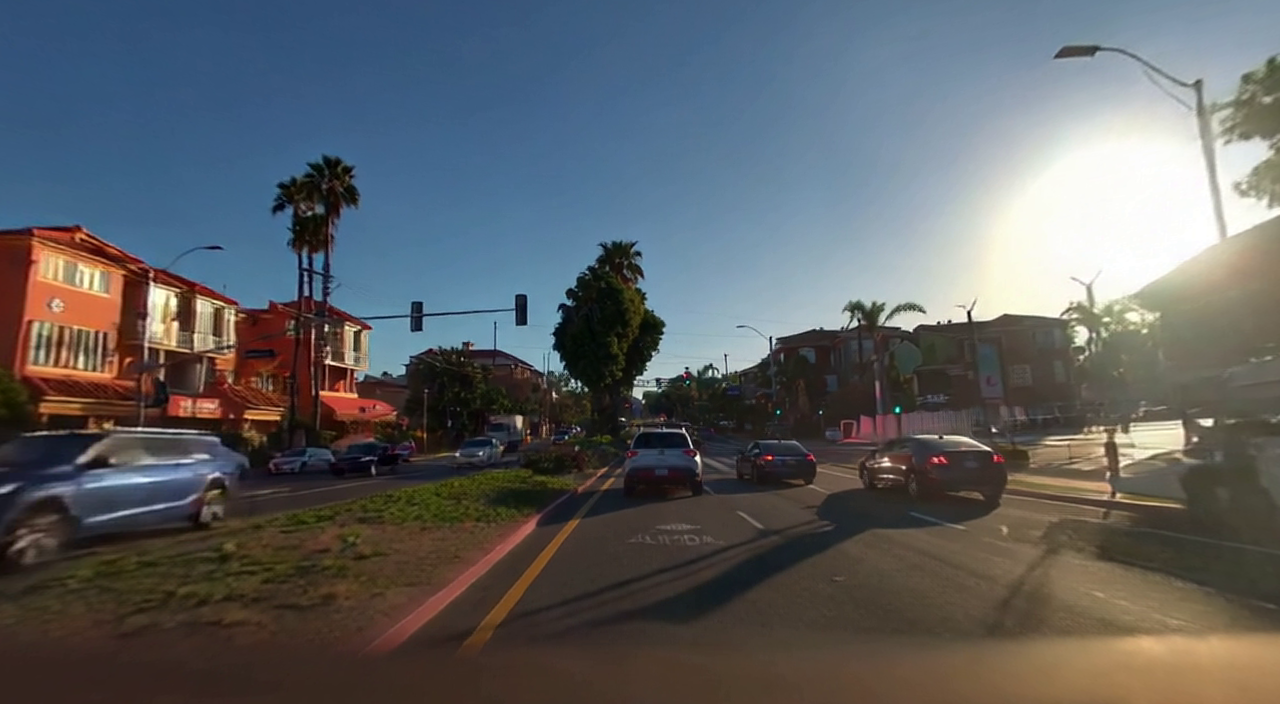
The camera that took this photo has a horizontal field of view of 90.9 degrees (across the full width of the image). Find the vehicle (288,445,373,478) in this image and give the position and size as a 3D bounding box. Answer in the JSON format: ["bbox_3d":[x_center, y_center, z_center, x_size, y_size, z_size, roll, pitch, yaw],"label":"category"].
[{"bbox_3d":[-15.103,5.361,31.097,1.858,1.465,4.368,-1,-9,2],"label":"vehicle"}]

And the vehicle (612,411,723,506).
[{"bbox_3d":[0.634,2.807,16.919,2.487,2.115,5.444,0,-9,1],"label":"vehicle"}]

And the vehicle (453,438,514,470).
[{"bbox_3d":[-8.065,5.301,32.900,1.937,1.530,4.107,-1,-9,3],"label":"vehicle"}]

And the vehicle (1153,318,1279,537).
[{"bbox_3d":[10.296,0.961,8.022,2.663,3.061,5.602,-2,-4,-1],"label":"vehicle"}]

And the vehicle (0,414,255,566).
[{"bbox_3d":[-8.317,1.918,9.443,2.050,1.725,4.677,0,-9,1],"label":"vehicle"}]

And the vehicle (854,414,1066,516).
[{"bbox_3d":[7.189,2.625,15.079,2.215,1.973,5.323,0,-9,0],"label":"vehicle"}]

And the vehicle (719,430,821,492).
[{"bbox_3d":[3.989,3.453,20.363,2.283,1.738,4.916,0,-9,0],"label":"vehicle"}]

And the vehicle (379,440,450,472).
[{"bbox_3d":[-11.374,5.288,32.139,2.011,1.520,3.902,-1,-9,3],"label":"vehicle"}]
